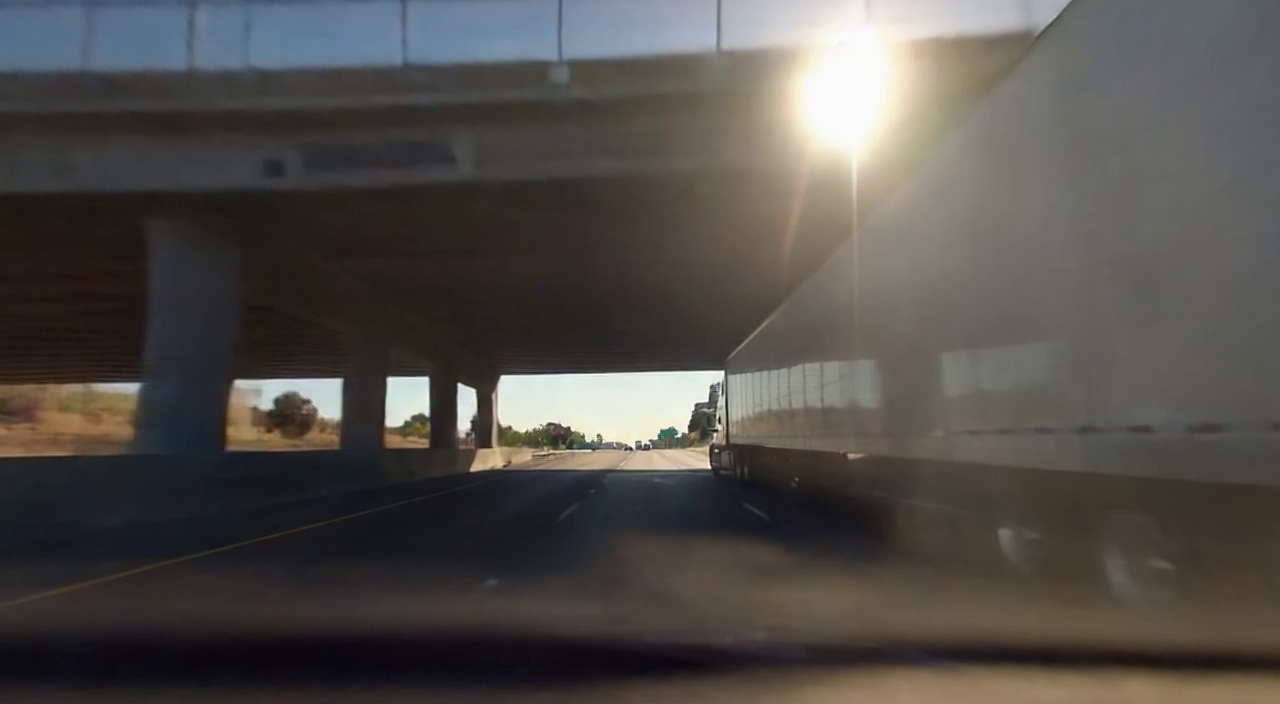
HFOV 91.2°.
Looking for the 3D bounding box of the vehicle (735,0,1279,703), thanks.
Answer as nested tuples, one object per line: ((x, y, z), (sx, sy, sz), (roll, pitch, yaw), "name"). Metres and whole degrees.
((3.974, 0.604, 9.288), (2.933, 4.100, 14.317), (0, -8, 0), "vehicle")
